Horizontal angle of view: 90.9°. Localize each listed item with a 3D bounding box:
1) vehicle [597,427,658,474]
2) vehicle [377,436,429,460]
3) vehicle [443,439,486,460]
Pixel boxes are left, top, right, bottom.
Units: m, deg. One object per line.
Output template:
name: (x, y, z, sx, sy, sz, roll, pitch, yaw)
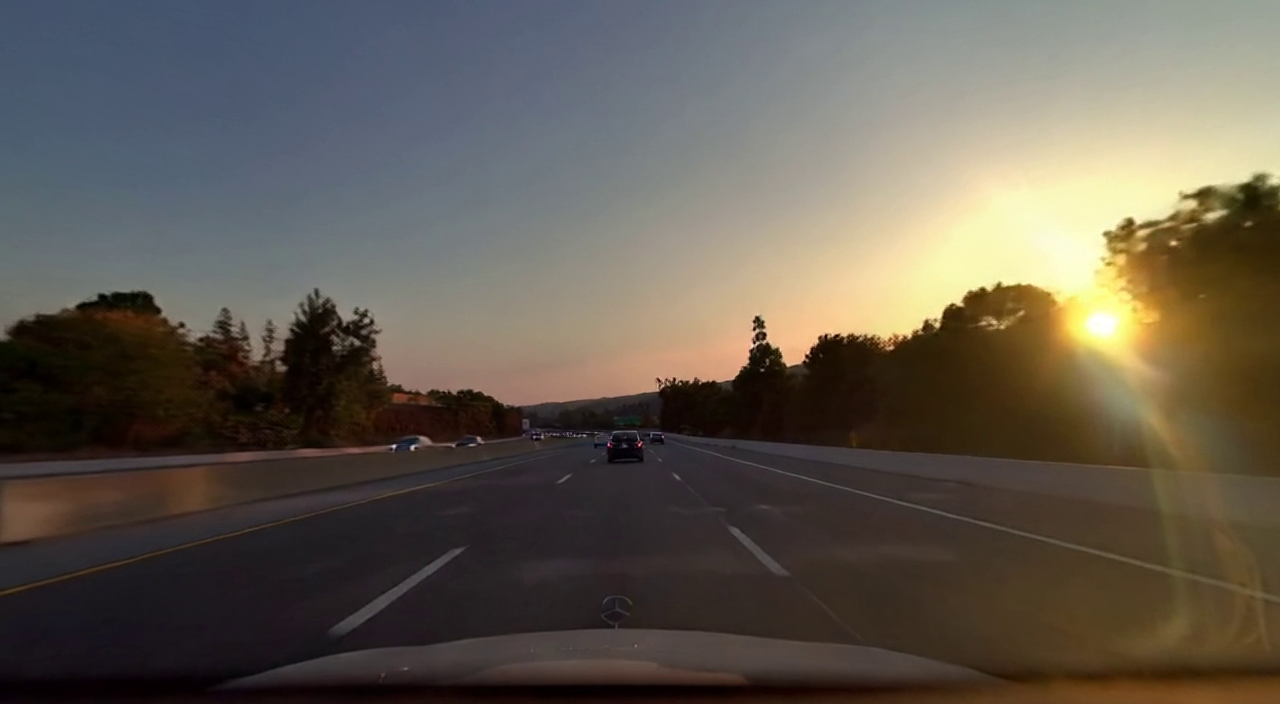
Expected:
vehicle: (-0.451, 3.671, 23.755, 2.094, 1.600, 3.666, 0, -8, -1)
vehicle: (-16.468, 6.695, 43.971, 2.034, 1.584, 4.118, 0, -8, 0)
vehicle: (-12.767, 7.071, 46.074, 1.907, 1.444, 4.397, 0, -8, 0)
